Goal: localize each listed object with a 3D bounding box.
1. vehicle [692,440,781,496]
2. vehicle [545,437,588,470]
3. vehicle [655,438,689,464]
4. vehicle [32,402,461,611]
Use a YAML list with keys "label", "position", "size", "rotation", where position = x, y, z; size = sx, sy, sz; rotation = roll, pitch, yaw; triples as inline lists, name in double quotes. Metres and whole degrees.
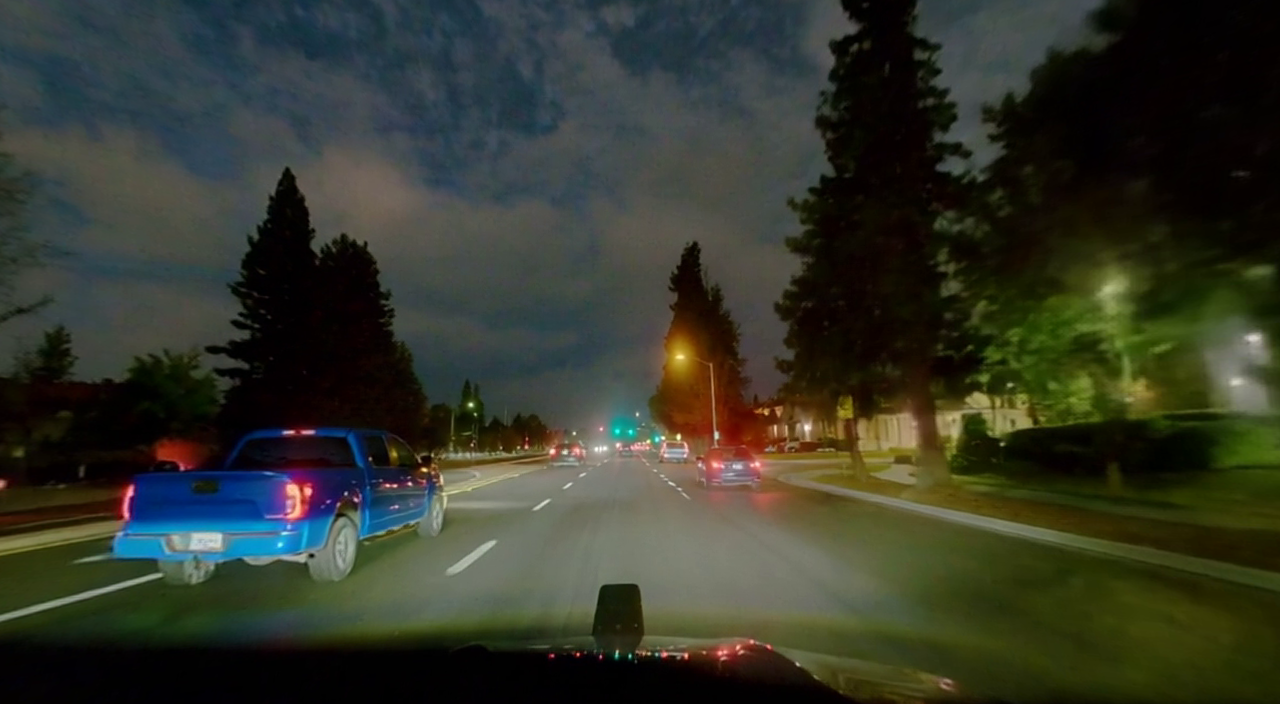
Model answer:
- label: "vehicle"
  position: [2.760, 3.418, 19.094]
  size: [1.884, 1.463, 4.195]
  rotation: [0, -8, -2]
- label: "vehicle"
  position: [-4.438, 6.202, 38.811]
  size: [2.218, 1.829, 4.492]
  rotation: [0, -8, -1]
- label: "vehicle"
  position: [2.386, 7.435, 47.649]
  size: [2.099, 1.845, 4.363]
  rotation: [0, -8, -3]
- label: "vehicle"
  position: [-4.076, 1.683, 8.041]
  size: [2.111, 1.745, 5.274]
  rotation: [0, -8, -1]
